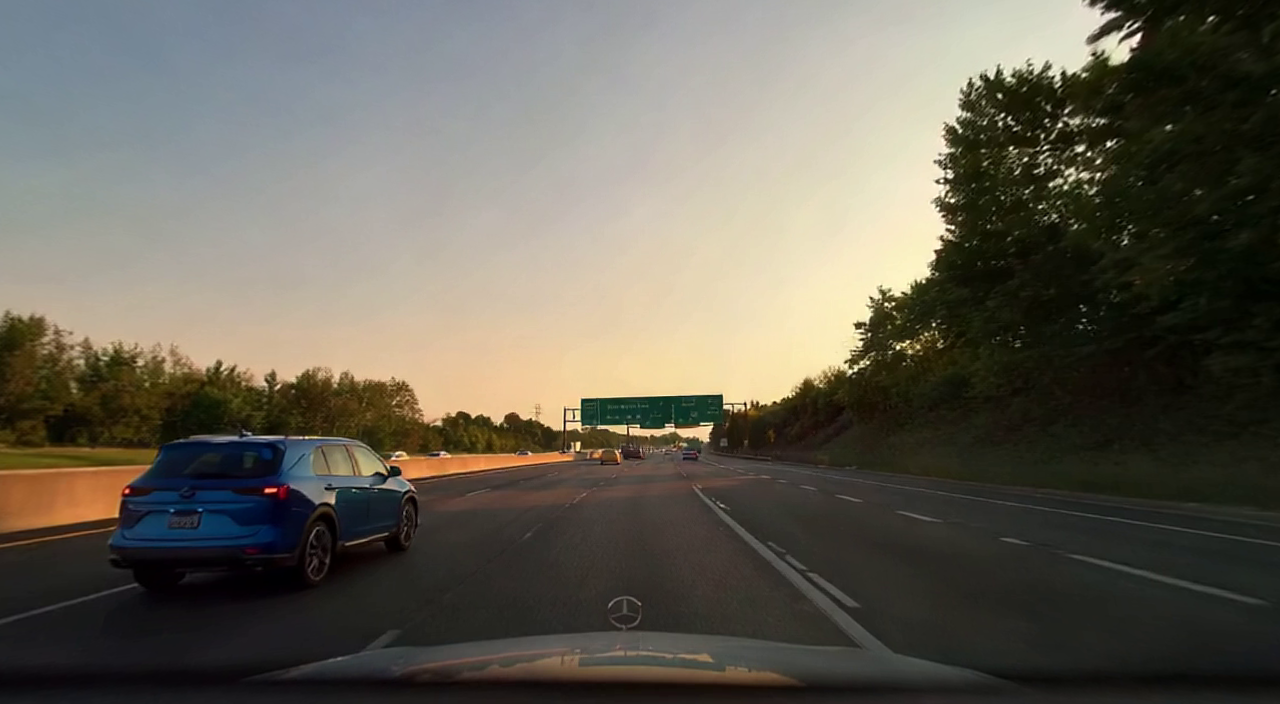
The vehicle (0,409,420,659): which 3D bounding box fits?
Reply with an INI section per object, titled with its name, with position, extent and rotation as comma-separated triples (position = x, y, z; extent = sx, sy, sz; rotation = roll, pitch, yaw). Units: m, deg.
[vehicle]
position = -3.977, 1.507, 6.286
extent = 2.016, 1.623, 4.126
rotation = 0, -9, 1
